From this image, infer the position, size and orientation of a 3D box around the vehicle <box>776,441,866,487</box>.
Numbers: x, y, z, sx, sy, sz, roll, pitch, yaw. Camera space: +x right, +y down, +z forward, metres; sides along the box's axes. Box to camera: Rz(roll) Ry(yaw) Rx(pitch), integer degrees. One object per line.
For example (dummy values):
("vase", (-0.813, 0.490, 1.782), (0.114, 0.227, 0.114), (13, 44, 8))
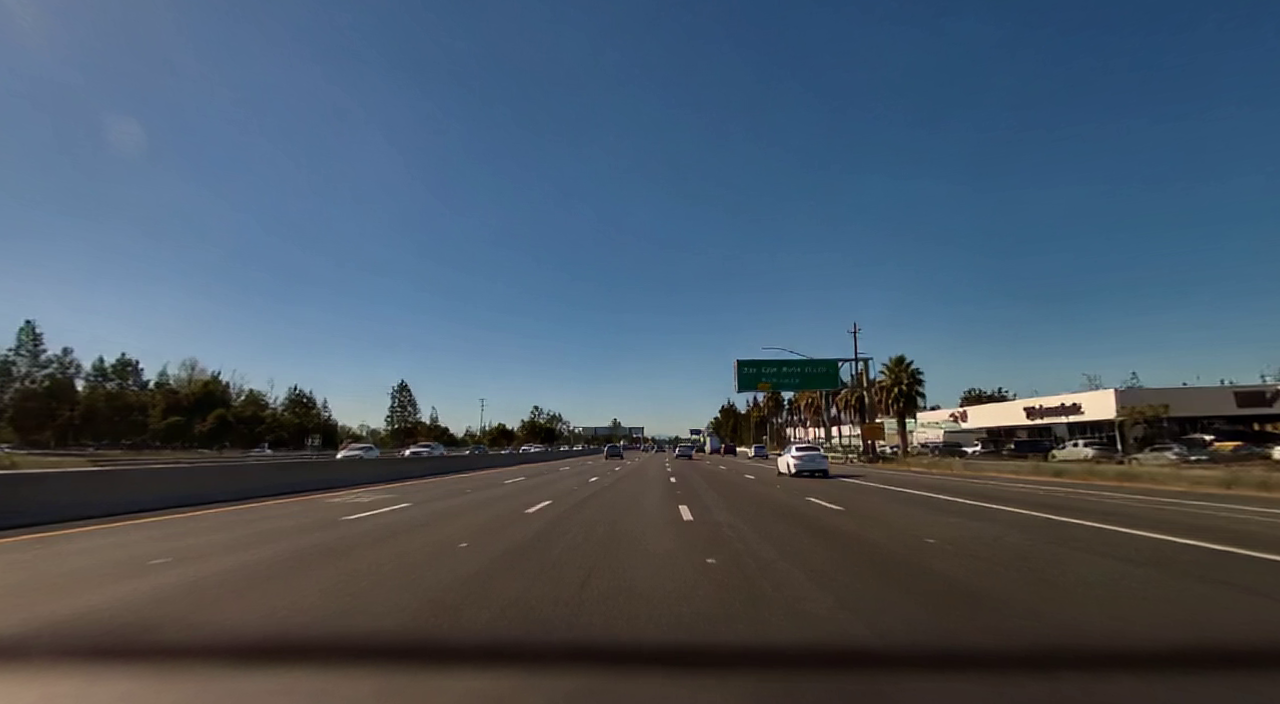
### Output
("vehicle", (6.668, 4.172, 23.845), (2.071, 1.543, 4.702), (0, -8, 1))

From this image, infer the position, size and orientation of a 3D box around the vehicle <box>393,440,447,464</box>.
("vehicle", (-15.320, 6.988, 44.165), (1.926, 1.595, 4.540), (-1, -8, 3))
